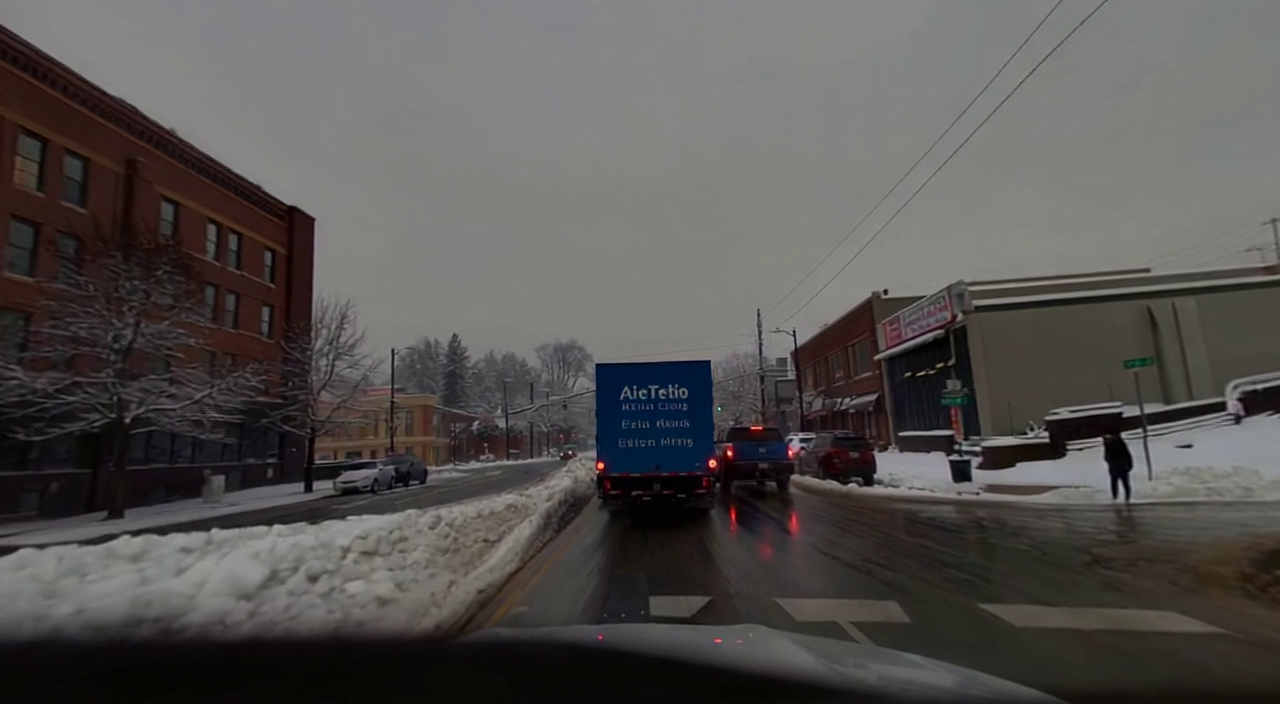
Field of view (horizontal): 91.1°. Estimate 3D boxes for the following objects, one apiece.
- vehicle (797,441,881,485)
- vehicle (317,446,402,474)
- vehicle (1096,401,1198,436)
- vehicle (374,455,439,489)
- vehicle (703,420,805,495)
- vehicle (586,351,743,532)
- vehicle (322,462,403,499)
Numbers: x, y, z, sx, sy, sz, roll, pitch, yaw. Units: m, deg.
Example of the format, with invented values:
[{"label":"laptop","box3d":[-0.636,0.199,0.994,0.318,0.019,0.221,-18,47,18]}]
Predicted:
[{"label":"vehicle","box3d":[7.751,4.359,24.908,1.951,1.548,4.290,0,-9,1]},{"label":"vehicle","box3d":[-21.638,8.312,48.538,5.475,2.011,2.269,-1,-8,6]},{"label":"vehicle","box3d":[25.997,3.474,32.367,1.811,1.623,3.921,0,-9,-3]},{"label":"vehicle","box3d":[-13.127,6.750,35.569,1.943,1.682,4.365,0,-9,0]},{"label":"vehicle","box3d":[3.489,3.387,20.432,2.346,2.062,5.236,0,-9,0]},{"label":"vehicle","box3d":[0.290,1.904,13.365,2.517,2.926,6.177,0,-9,-2]},{"label":"vehicle","box3d":[-13.284,6.141,30.362,1.901,1.508,4.405,0,-9,0]}]
